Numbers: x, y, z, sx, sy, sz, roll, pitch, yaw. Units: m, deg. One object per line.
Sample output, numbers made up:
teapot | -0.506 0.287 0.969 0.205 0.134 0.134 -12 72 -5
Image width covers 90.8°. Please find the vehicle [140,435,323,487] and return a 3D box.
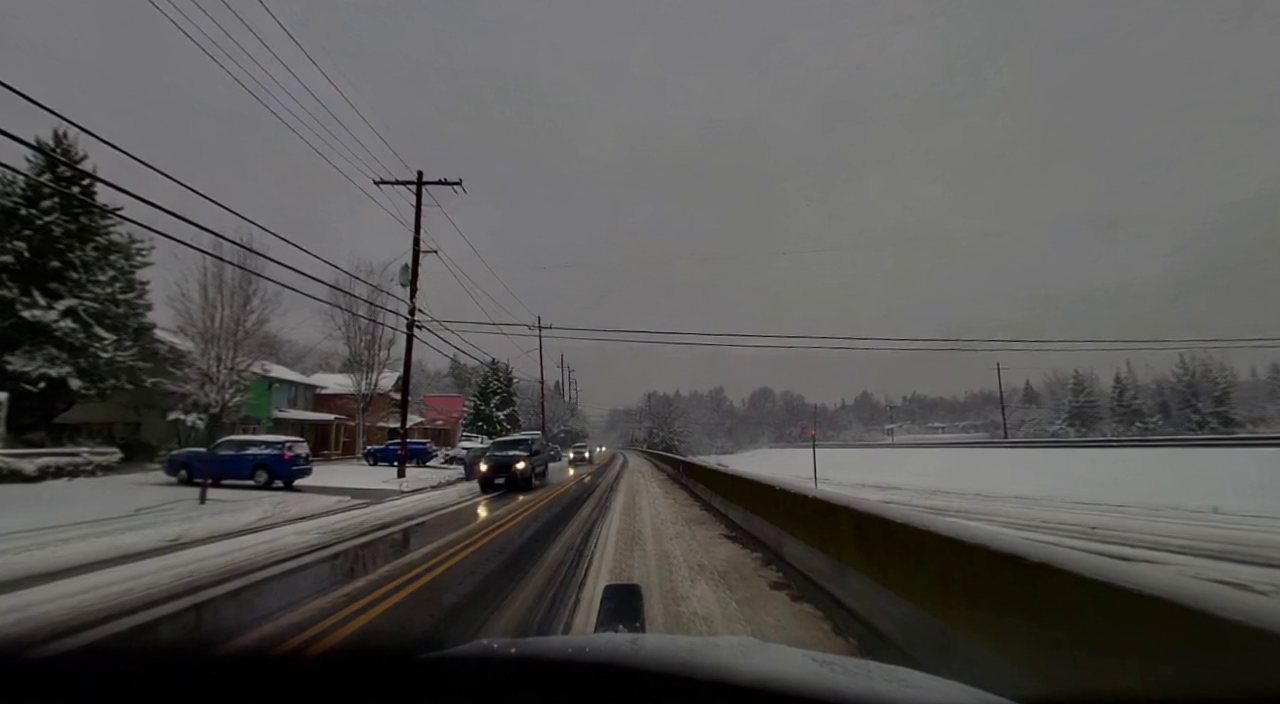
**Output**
vehicle | -12.804 3.453 20.240 4.567 1.518 1.999 4 -9 -23

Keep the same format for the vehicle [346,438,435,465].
vehicle | -15.495 6.228 39.472 4.682 1.549 2.032 3 -9 -8

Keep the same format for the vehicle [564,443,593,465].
vehicle | -4.459 7.434 46.134 1.796 1.516 3.871 0 -9 0

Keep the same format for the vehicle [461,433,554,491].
vehicle | -4.296 3.645 21.288 2.153 1.715 4.333 0 -9 0
